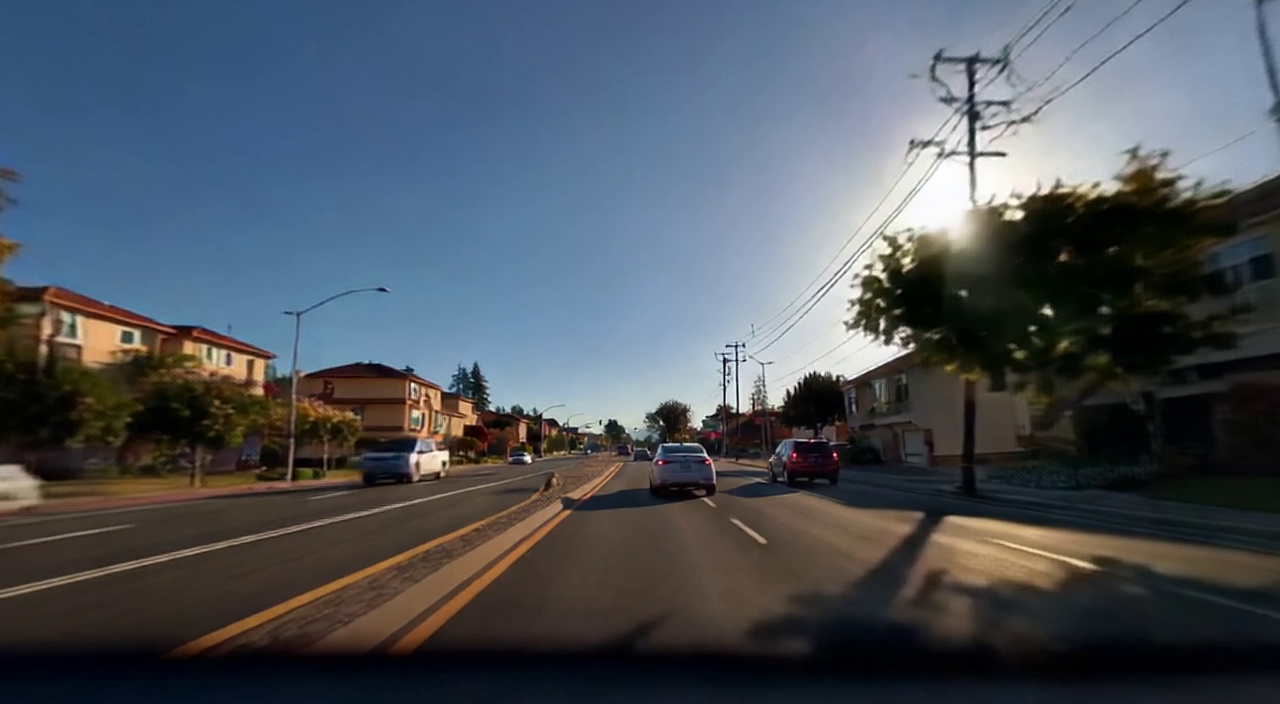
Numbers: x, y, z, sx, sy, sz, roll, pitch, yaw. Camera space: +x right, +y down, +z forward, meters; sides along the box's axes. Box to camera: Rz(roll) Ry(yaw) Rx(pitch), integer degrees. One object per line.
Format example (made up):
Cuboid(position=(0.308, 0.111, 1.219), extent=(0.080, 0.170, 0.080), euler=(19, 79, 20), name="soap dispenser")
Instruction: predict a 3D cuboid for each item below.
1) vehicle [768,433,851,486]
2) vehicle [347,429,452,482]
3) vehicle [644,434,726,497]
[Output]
Cuboid(position=(6.597, 4.249, 25.062), extent=(2.061, 1.889, 4.268), euler=(0, -9, 0), name="vehicle")
Cuboid(position=(-10.632, 4.666, 28.481), extent=(2.423, 2.132, 5.881), euler=(0, -9, 0), name="vehicle")
Cuboid(position=(1.238, 3.444, 19.354), extent=(2.138, 1.702, 4.168), euler=(0, -9, -1), name="vehicle")
